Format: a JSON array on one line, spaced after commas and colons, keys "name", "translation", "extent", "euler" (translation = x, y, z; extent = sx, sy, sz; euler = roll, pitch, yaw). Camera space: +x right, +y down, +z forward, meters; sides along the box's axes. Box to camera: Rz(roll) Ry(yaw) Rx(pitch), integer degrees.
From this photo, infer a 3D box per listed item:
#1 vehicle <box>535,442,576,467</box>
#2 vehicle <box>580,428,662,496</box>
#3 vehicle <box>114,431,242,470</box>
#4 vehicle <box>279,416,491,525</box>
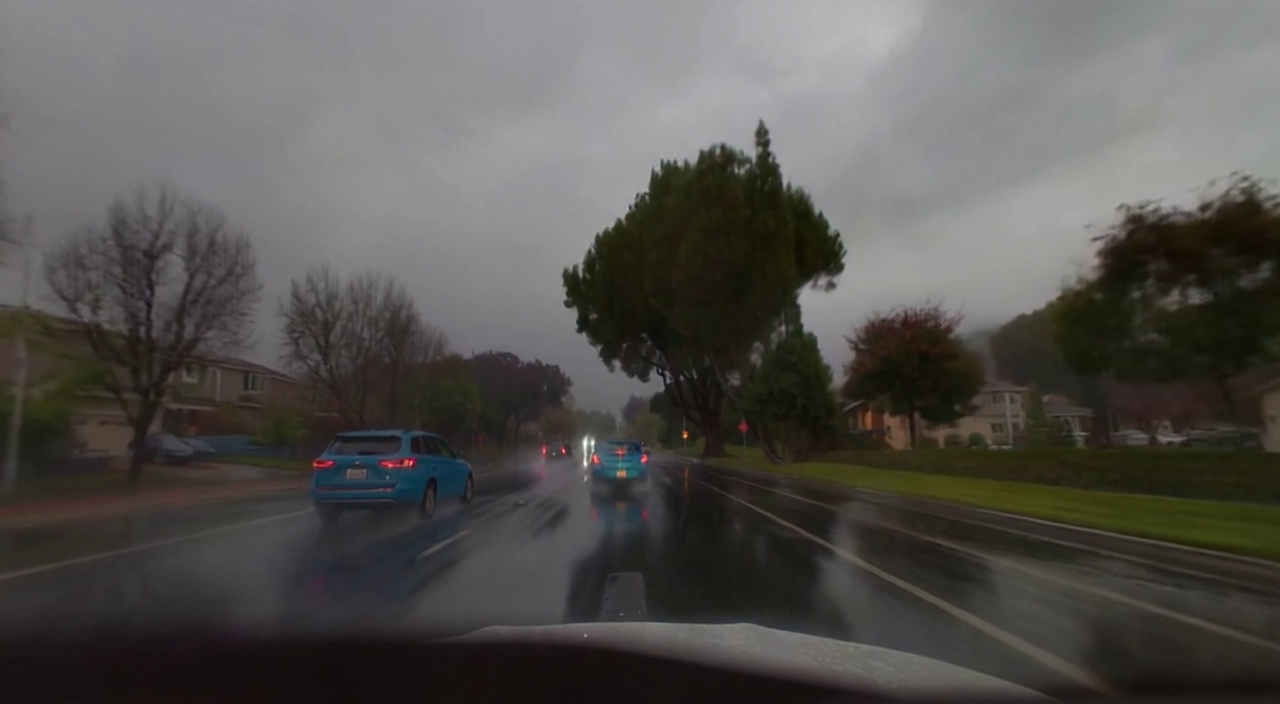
[{"name": "vehicle", "translation": [-5.327, 6.510, 40.301], "extent": [2.014, 1.493, 4.658], "euler": [0, -8, -1]}, {"name": "vehicle", "translation": [-0.522, 3.178, 18.616], "extent": [2.131, 1.761, 4.242], "euler": [0, -8, -1]}, {"name": "vehicle", "translation": [-25.689, 5.504, 35.301], "extent": [5.216, 2.058, 2.299], "euler": [0, -8, -1]}, {"name": "vehicle", "translation": [-4.598, 2.223, 12.393], "extent": [2.243, 1.722, 4.621], "euler": [0, -8, 0]}]
